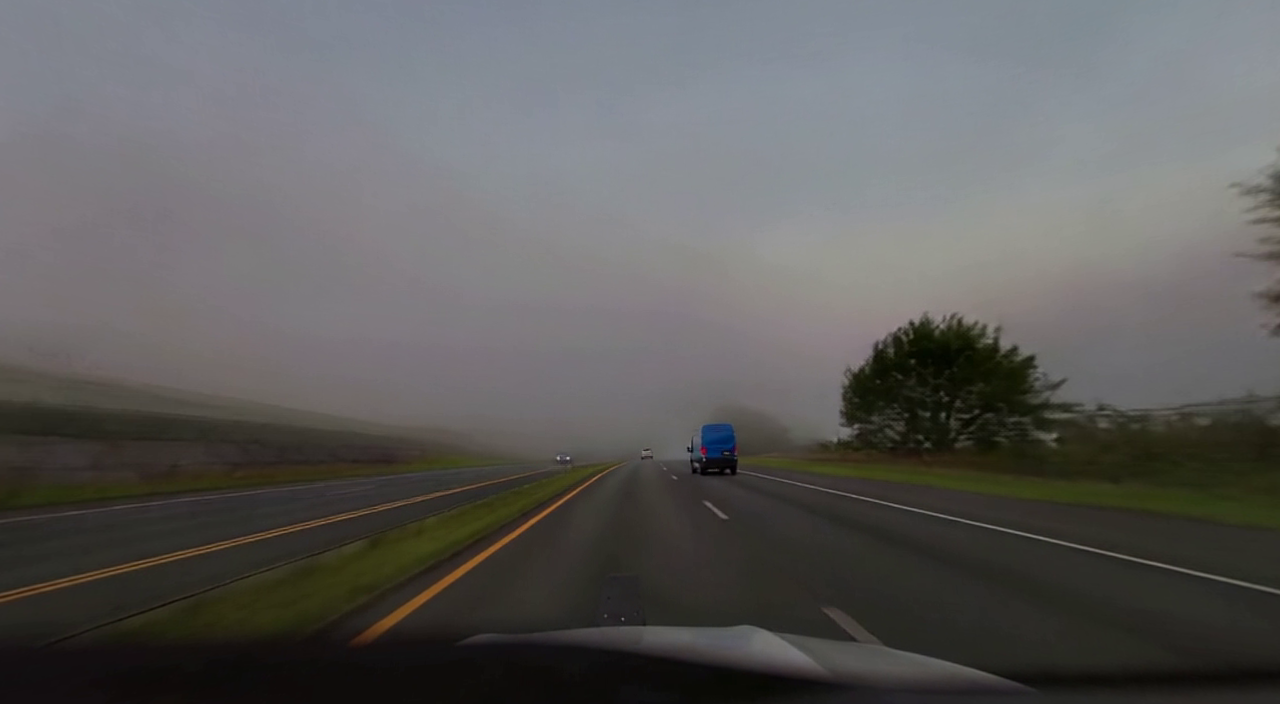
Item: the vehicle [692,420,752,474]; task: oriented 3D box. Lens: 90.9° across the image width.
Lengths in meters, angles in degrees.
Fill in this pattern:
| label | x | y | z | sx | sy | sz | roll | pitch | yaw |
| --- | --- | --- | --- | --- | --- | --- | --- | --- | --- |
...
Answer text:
| label | x | y | z | sx | sy | sz | roll | pitch | yaw |
| --- | --- | --- | --- | --- | --- | --- | --- | --- | --- |
| vehicle | 4.361 | 5.235 | 34.670 | 2.437 | 2.735 | 5.507 | 0 | -9 | -1 |
